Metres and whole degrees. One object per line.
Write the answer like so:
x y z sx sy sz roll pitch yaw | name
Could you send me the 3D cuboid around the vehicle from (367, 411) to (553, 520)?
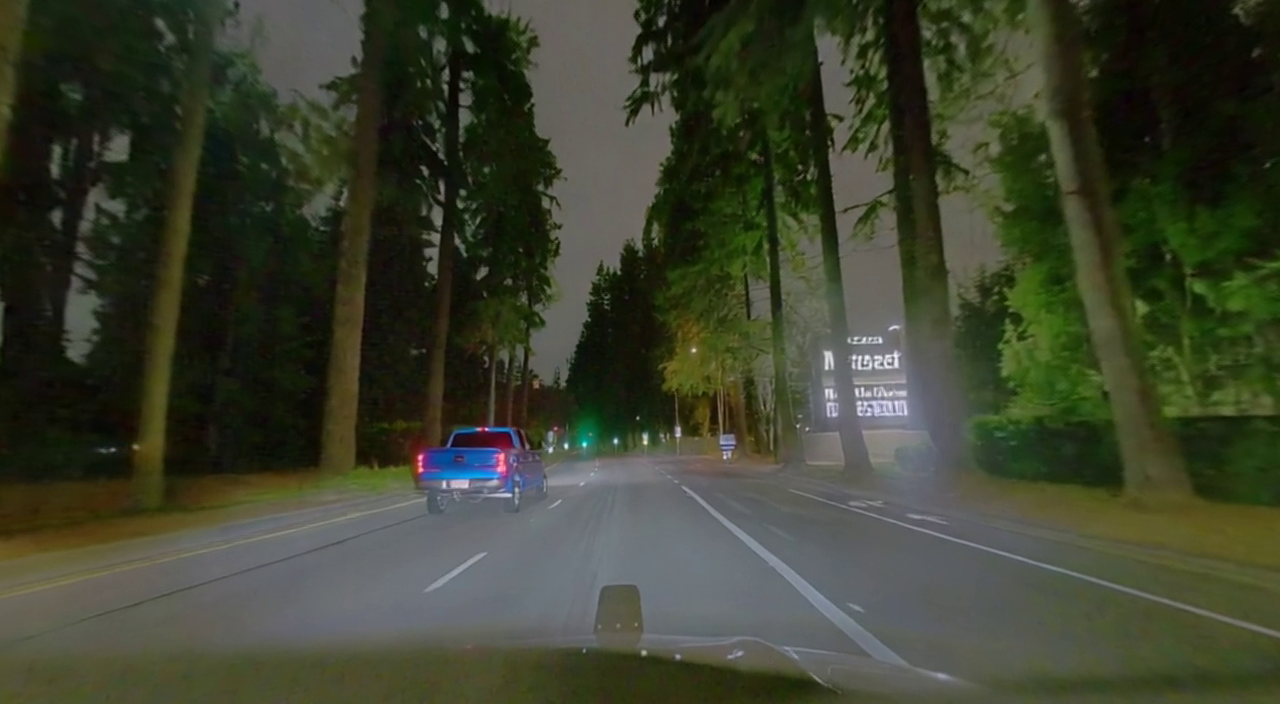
-3.530 2.450 14.082 2.267 1.849 6.402 0 -9 0 | vehicle
